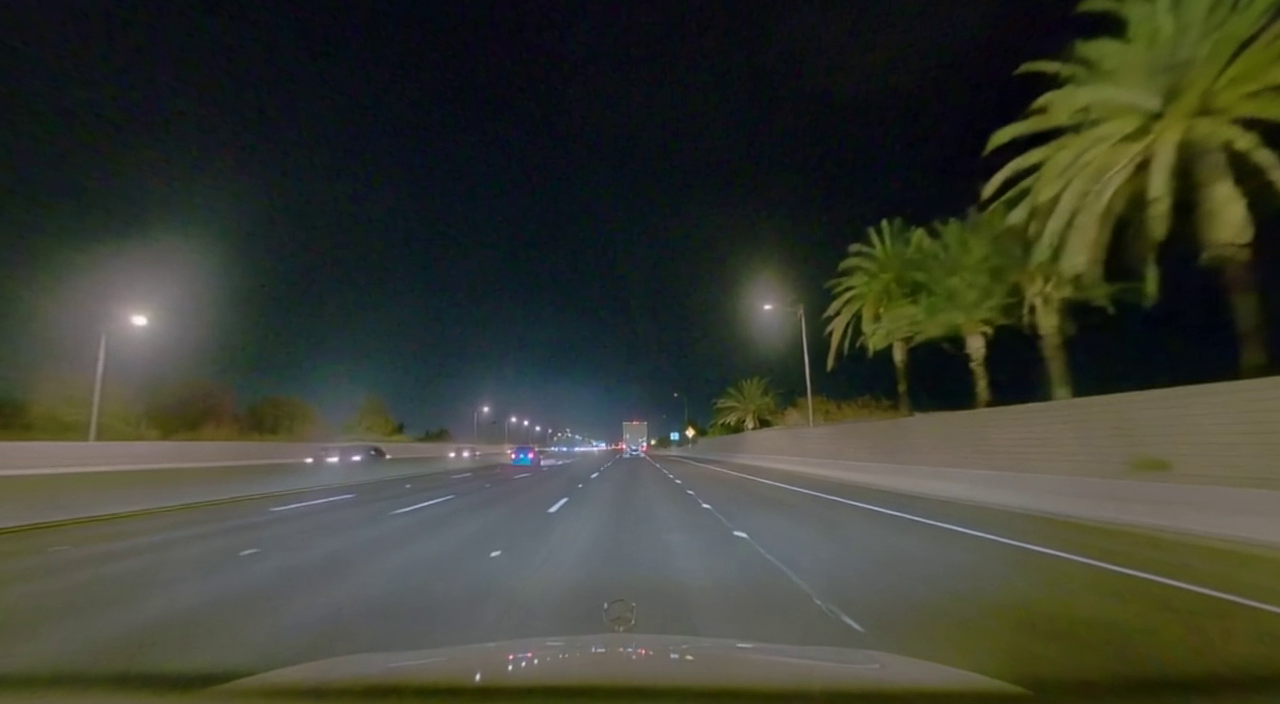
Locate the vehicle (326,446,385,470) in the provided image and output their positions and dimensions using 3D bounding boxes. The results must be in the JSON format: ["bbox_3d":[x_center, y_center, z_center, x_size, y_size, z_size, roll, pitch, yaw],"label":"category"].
[{"bbox_3d":[-19.795,7.362,44.233,1.988,1.574,4.685,0,-8,0],"label":"vehicle"}]
